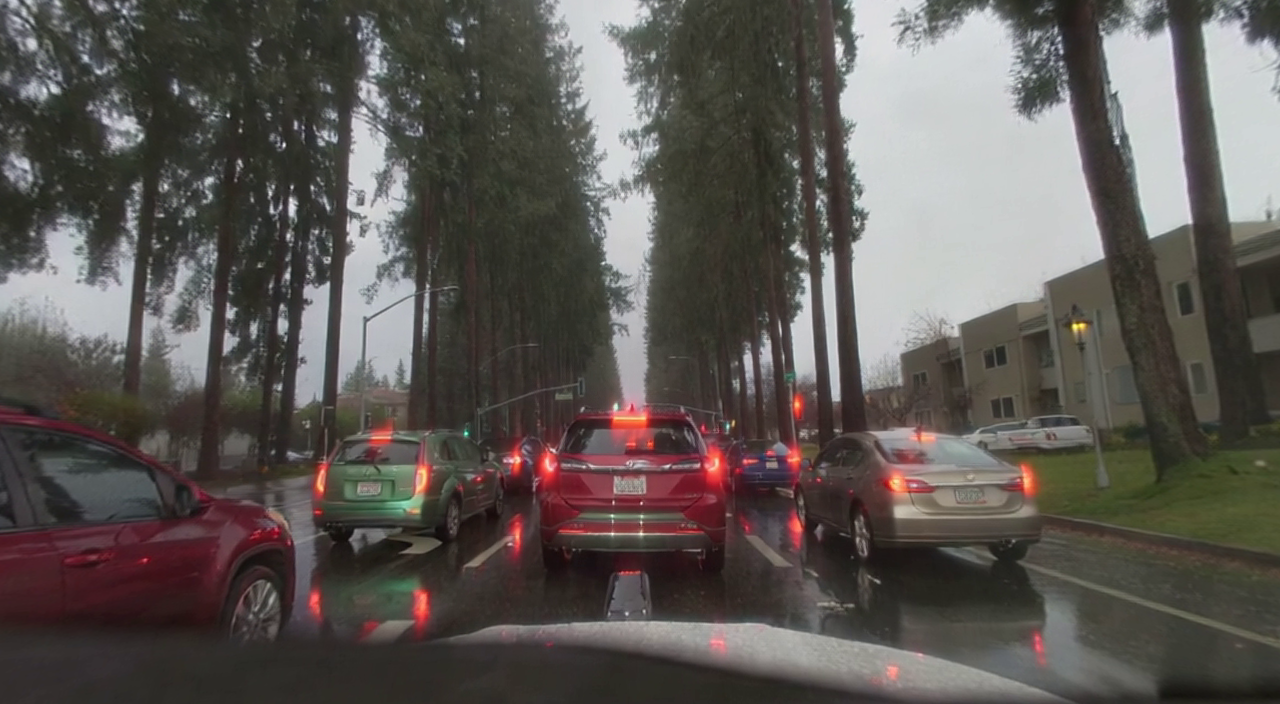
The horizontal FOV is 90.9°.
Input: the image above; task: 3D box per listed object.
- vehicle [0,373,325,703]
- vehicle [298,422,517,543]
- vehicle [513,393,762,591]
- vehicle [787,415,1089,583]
[{"bbox_3d":[-3.776,0.999,3.309,1.929,1.641,4.193,0,-8,2],"label":"vehicle"},{"bbox_3d":[-3.641,2.121,10.911,2.042,1.641,4.314,0,-8,1],"label":"vehicle"},{"bbox_3d":[0.006,1.540,7.677,2.193,1.744,4.033,0,-8,1],"label":"vehicle"},{"bbox_3d":[3.271,1.671,7.883,1.922,1.579,3.642,0,-8,-1],"label":"vehicle"}]
